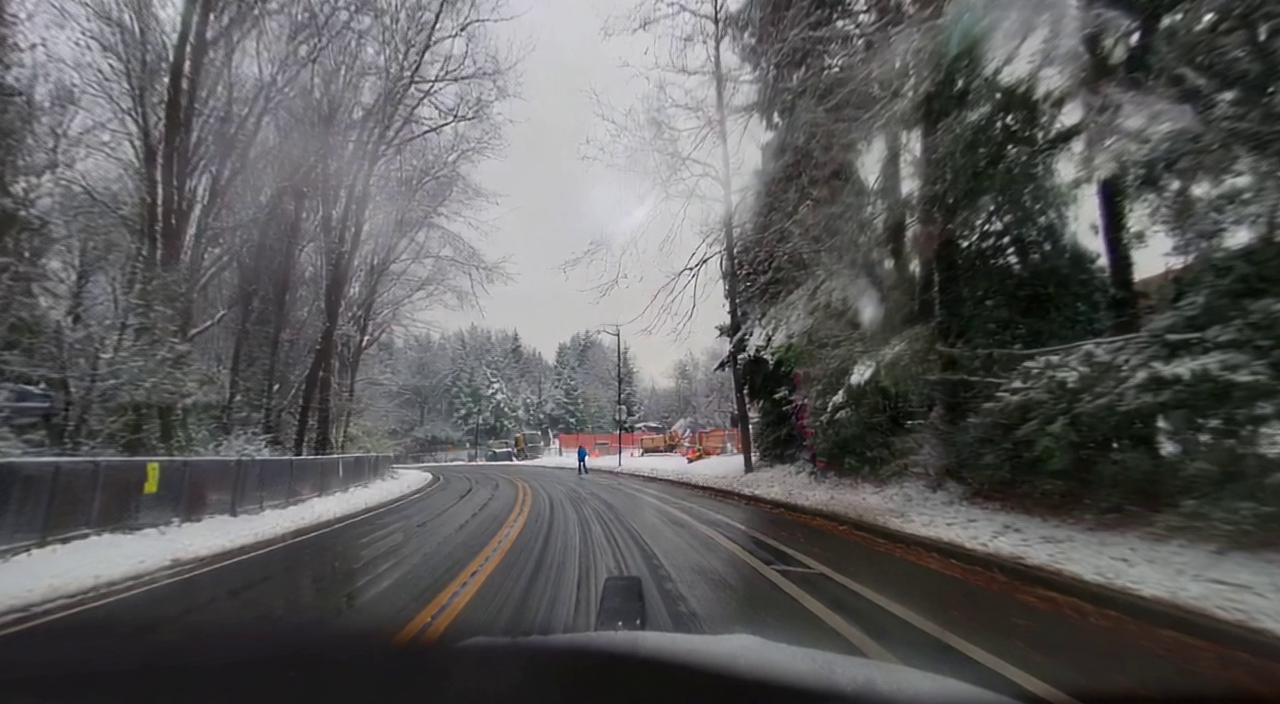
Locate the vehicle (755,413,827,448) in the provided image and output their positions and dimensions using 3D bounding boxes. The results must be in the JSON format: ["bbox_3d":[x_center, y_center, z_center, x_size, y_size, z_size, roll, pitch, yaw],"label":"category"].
[{"bbox_3d":[6.817,3.640,28.944,1.635,1.445,3.563,1,-9,-15],"label":"vehicle"}]

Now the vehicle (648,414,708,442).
[{"bbox_3d":[2.839,5.696,47.248,3.916,1.765,1.785,-2,-6,-21],"label":"vehicle"}]

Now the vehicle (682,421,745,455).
[{"bbox_3d":[4.638,5.471,39.925,3.451,1.504,1.652,9,-15,-9],"label":"vehicle"}]
